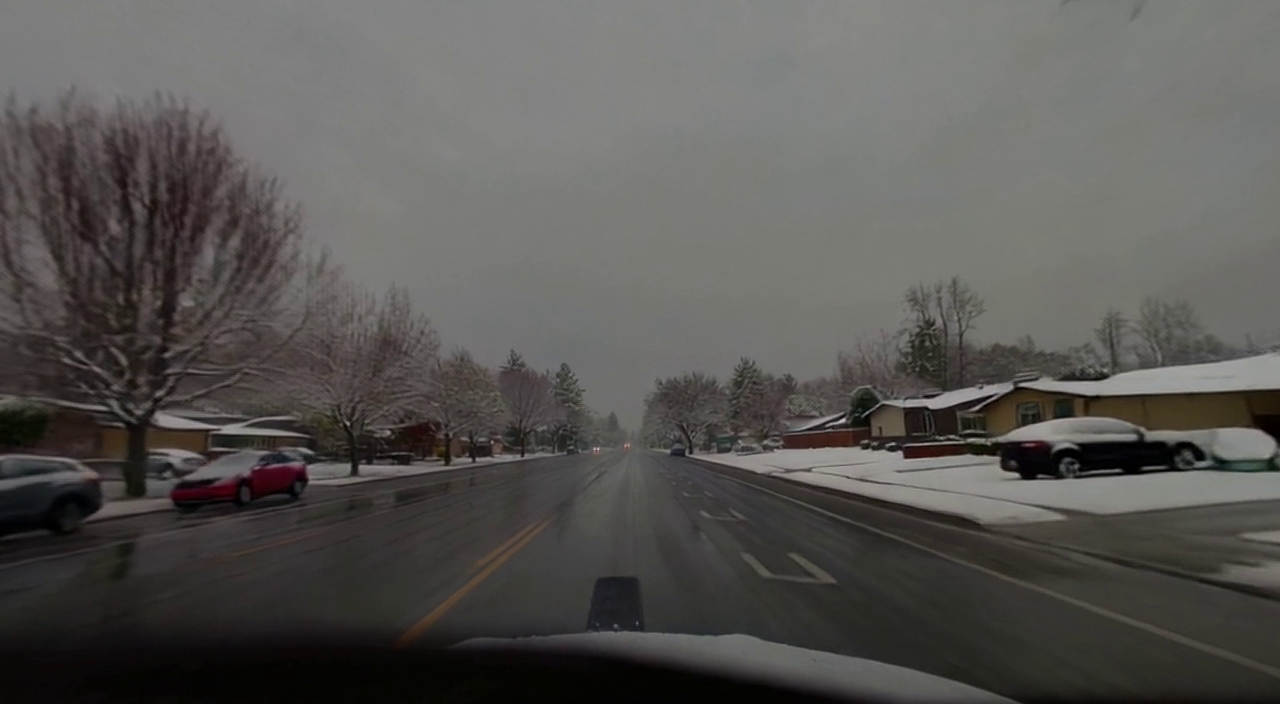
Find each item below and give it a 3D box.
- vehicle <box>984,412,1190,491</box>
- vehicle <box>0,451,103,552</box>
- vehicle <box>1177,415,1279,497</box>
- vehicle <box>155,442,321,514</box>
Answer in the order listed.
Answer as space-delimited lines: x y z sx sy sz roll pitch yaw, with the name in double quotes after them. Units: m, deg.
12.295 2.727 17.596 4.194 1.850 1.951 -2 -7 -3 "vehicle"
-12.003 2.571 10.375 2.007 1.663 5.077 -2 -7 -1 "vehicle"
15.456 2.332 14.375 4.584 1.715 2.028 0 -8 -1 "vehicle"
-12.167 3.787 19.614 2.105 1.930 4.541 0 -8 0 "vehicle"
